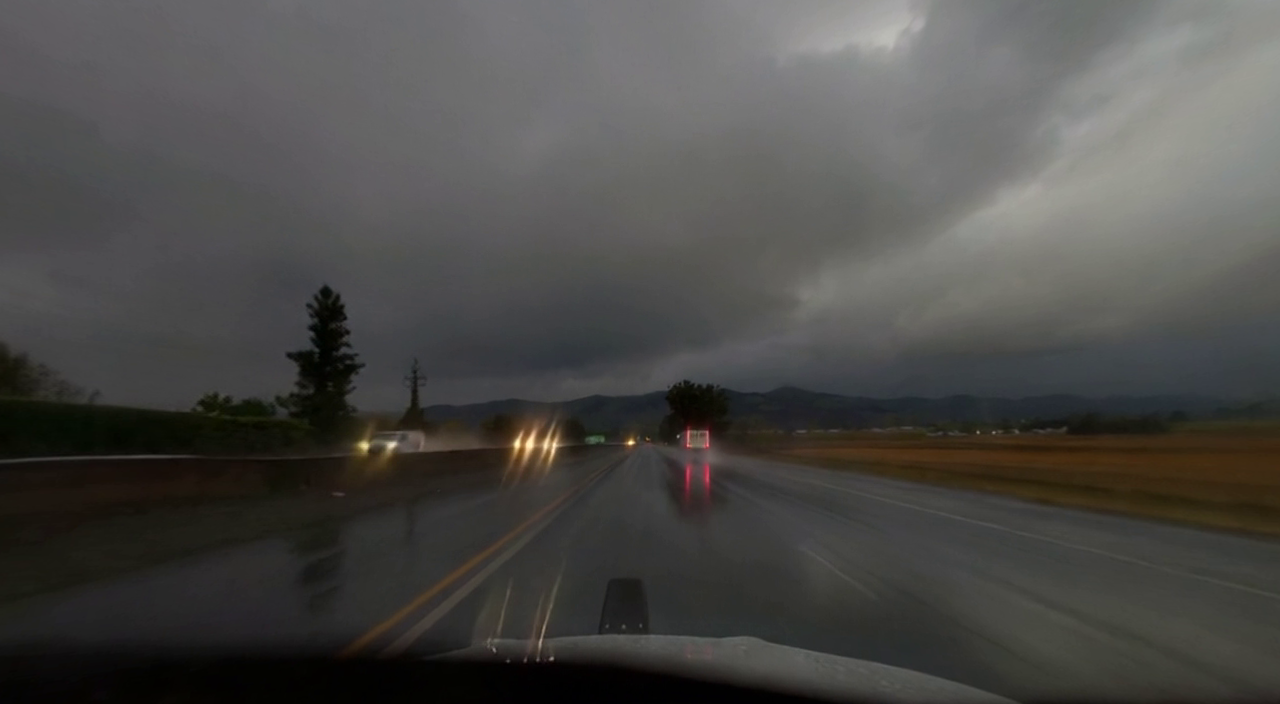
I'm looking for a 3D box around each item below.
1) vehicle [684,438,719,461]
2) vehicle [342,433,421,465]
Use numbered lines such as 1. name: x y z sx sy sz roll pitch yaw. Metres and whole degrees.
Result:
1. vehicle: 4.476 7.188 46.619 2.157 1.640 4.056 0 -8 0
2. vehicle: -16.935 6.390 41.770 2.550 1.966 6.105 0 -8 1
